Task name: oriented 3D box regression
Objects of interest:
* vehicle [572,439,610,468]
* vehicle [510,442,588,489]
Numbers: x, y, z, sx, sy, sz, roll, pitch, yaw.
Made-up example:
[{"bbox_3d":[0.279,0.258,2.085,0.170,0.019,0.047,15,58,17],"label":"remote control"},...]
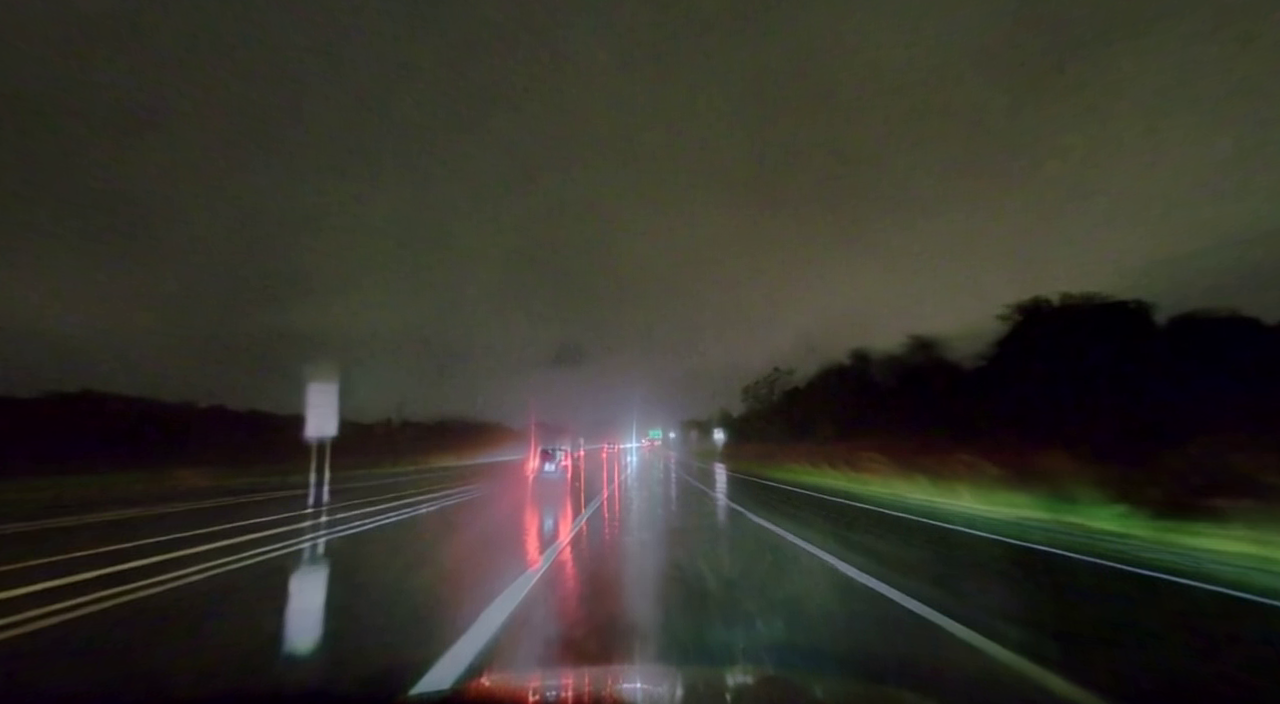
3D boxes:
[{"bbox_3d":[-3.279,6.921,43.186,2.177,1.852,4.427,0,-9,1],"label":"vehicle"},{"bbox_3d":[-3.166,4.080,22.947,2.044,1.527,4.607,0,-9,1],"label":"vehicle"}]
